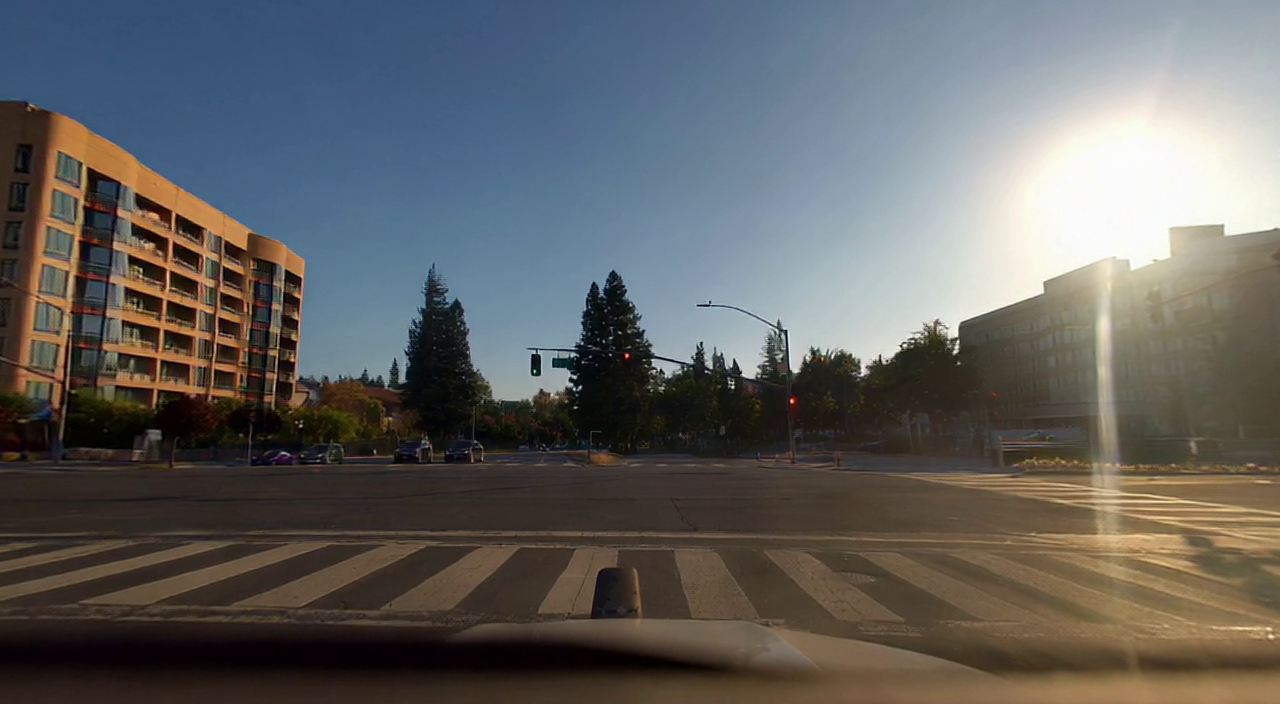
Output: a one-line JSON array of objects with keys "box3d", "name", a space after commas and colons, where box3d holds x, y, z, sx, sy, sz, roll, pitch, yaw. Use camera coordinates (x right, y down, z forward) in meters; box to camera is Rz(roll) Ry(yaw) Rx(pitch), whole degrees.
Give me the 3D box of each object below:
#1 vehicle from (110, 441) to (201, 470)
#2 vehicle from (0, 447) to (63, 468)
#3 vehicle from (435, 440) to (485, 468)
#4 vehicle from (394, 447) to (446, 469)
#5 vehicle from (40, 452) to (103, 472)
[{"box3d": [-34.916, 7.420, 45.735, 2.204, 1.955, 5.518, 0, -8, 0], "name": "vehicle"}, {"box3d": [-45.268, 7.760, 46.591, 1.858, 1.467, 3.624, 0, -8, 0], "name": "vehicle"}, {"box3d": [-11.966, 6.802, 42.314, 2.080, 1.763, 4.341, 0, -8, 0], "name": "vehicle"}, {"box3d": [-15.515, 7.446, 44.788, 2.056, 1.450, 4.343, 0, -8, 0], "name": "vehicle"}, {"box3d": [-41.590, 8.029, 46.290, 1.552, 1.339, 3.340, -2, -9, -1], "name": "vehicle"}]
